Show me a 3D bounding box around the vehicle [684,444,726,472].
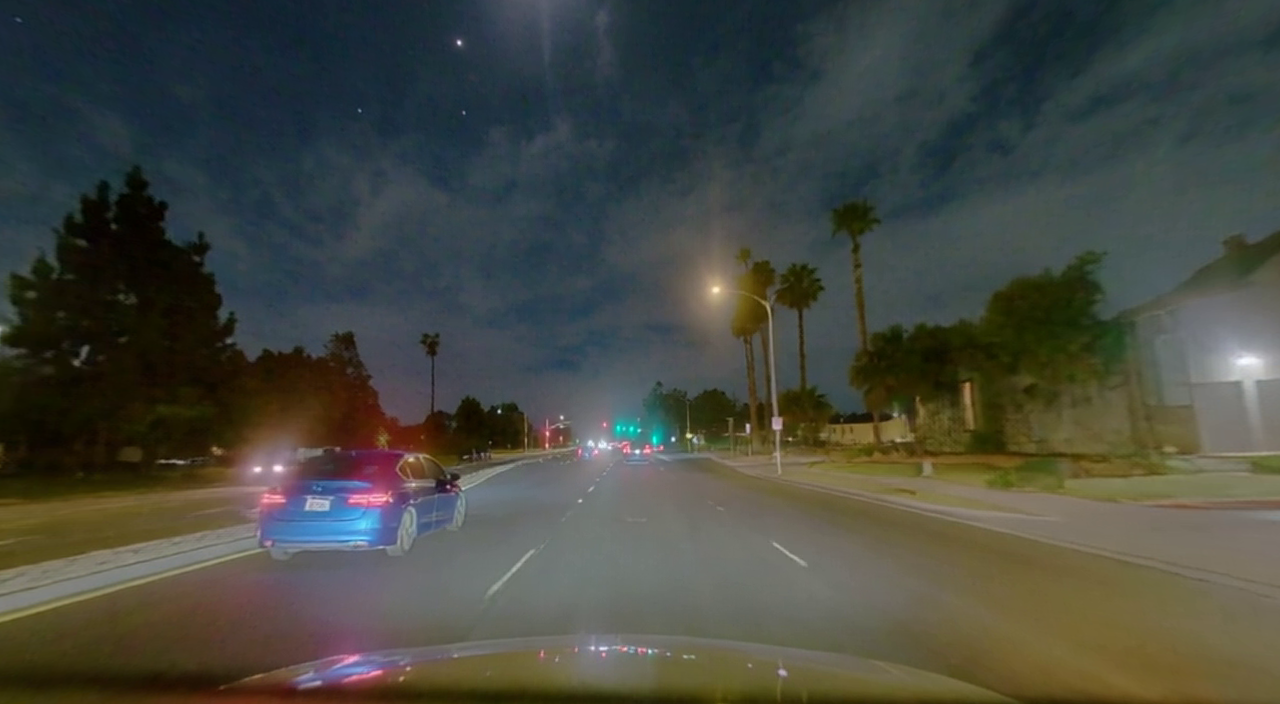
[{"bbox_3d":[3.609,5.993,35.975,1.830,1.451,4.009,0,-8,-2],"label":"vehicle"}]

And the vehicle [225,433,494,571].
[{"bbox_3d":[-3.534,1.945,9.094,1.844,1.451,4.543,0,-8,-1],"label":"vehicle"}]

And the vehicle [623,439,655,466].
[{"bbox_3d":[-0.108,6.776,42.763,2.043,1.734,4.253,0,-8,-1],"label":"vehicle"}]

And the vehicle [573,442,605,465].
[{"bbox_3d":[-3.563,7.150,44.599,2.000,1.569,3.794,0,-8,-1],"label":"vehicle"}]
